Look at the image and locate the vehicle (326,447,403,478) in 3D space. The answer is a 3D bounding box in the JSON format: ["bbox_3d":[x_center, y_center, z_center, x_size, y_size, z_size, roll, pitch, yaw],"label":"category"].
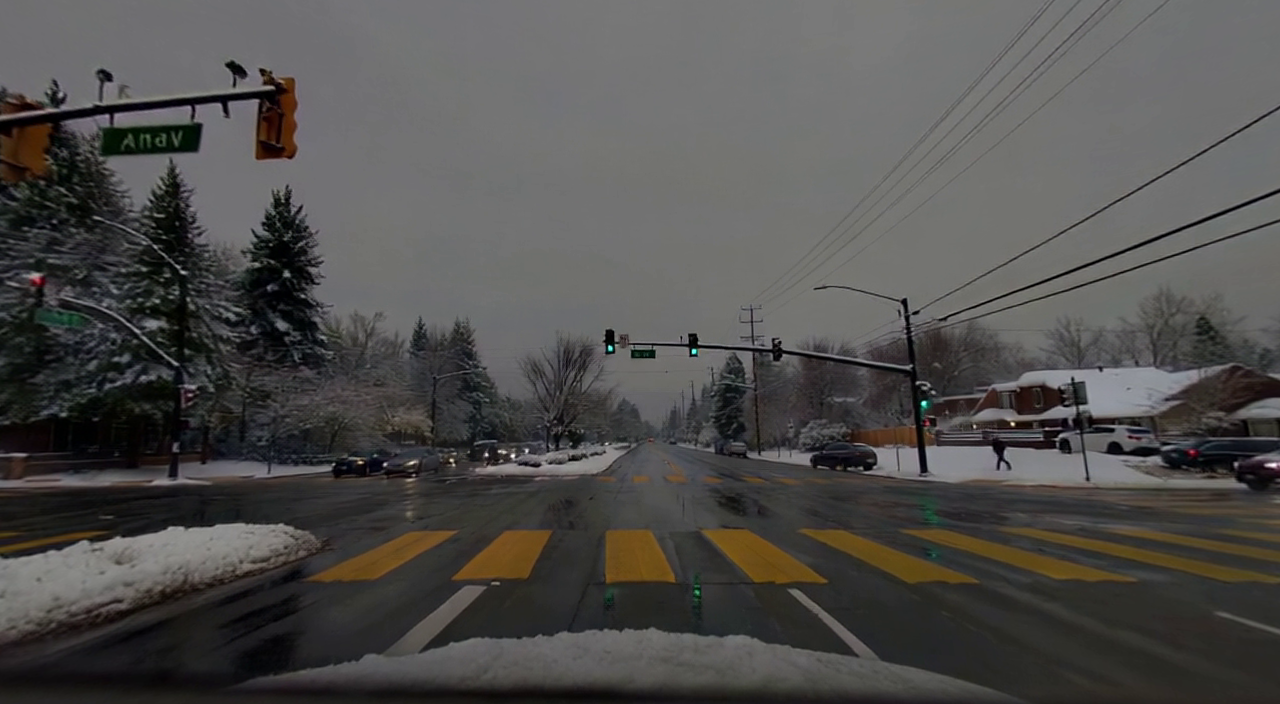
[{"bbox_3d":[-14.600,5.854,33.722,2.035,1.470,4.677,0,-8,0],"label":"vehicle"}]

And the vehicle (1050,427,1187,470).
[{"bbox_3d":[25.248,5.105,33.570,2.177,2.086,5.514,2,-9,-14],"label":"vehicle"}]

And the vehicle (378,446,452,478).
[{"bbox_3d":[-11.006,5.394,31.172,2.007,1.451,4.242,0,-8,1],"label":"vehicle"}]

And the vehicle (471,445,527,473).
[{"bbox_3d":[-7.701,5.878,34.864,1.958,1.415,4.312,0,-8,2],"label":"vehicle"}]
